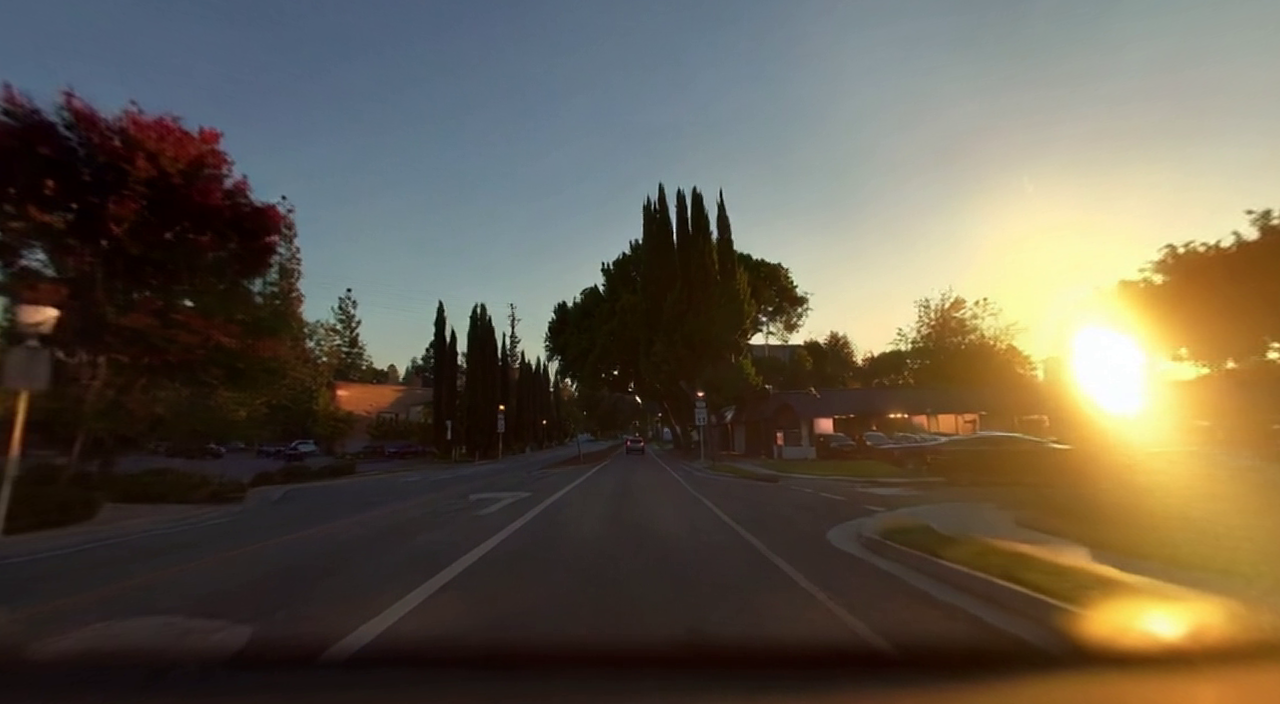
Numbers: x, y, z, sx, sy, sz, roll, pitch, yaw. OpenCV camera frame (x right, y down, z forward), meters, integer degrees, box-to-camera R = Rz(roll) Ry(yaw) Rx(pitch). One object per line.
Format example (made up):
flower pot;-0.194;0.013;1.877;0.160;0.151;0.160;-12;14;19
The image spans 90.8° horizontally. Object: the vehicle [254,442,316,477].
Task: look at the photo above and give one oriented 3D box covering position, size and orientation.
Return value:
vehicle;-16.456;4.964;29.471;2.061;1.475;4.357;4;-9;-24
